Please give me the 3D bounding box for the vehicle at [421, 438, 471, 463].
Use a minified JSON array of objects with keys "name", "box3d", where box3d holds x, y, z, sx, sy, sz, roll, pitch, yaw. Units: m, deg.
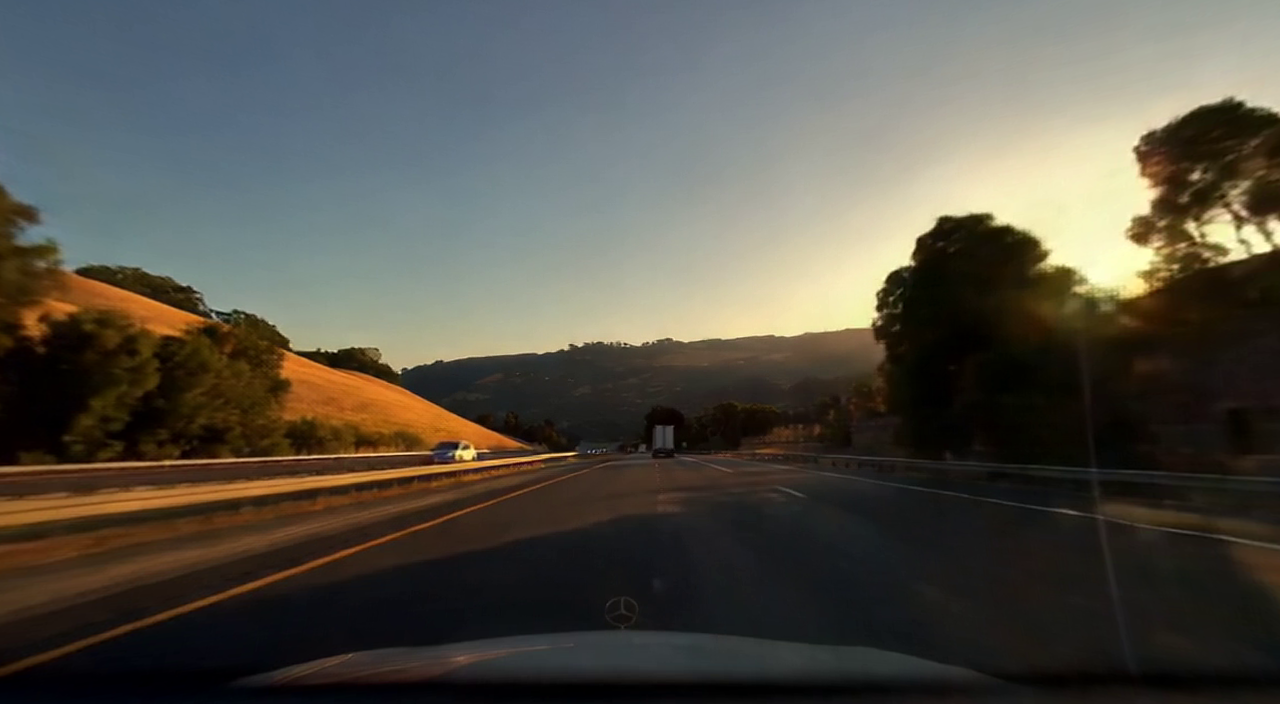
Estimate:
[{"name":"vehicle","box3d":[-13.806,7.040,45.021,1.982,1.685,4.575,0,-9,1]}]
